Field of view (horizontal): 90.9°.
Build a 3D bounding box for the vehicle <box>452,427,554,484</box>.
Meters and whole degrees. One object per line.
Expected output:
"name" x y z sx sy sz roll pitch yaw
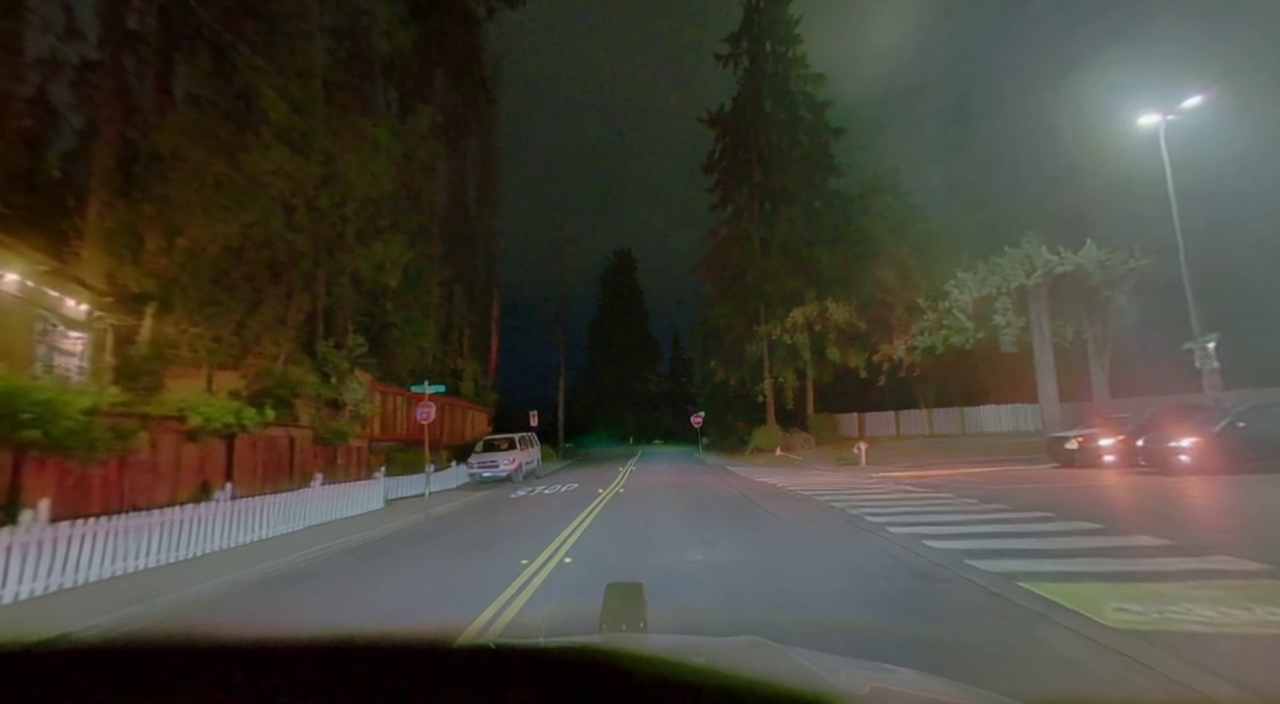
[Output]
"vehicle" -5.113 3.944 24.664 2.308 1.899 6.107 -1 -7 3
